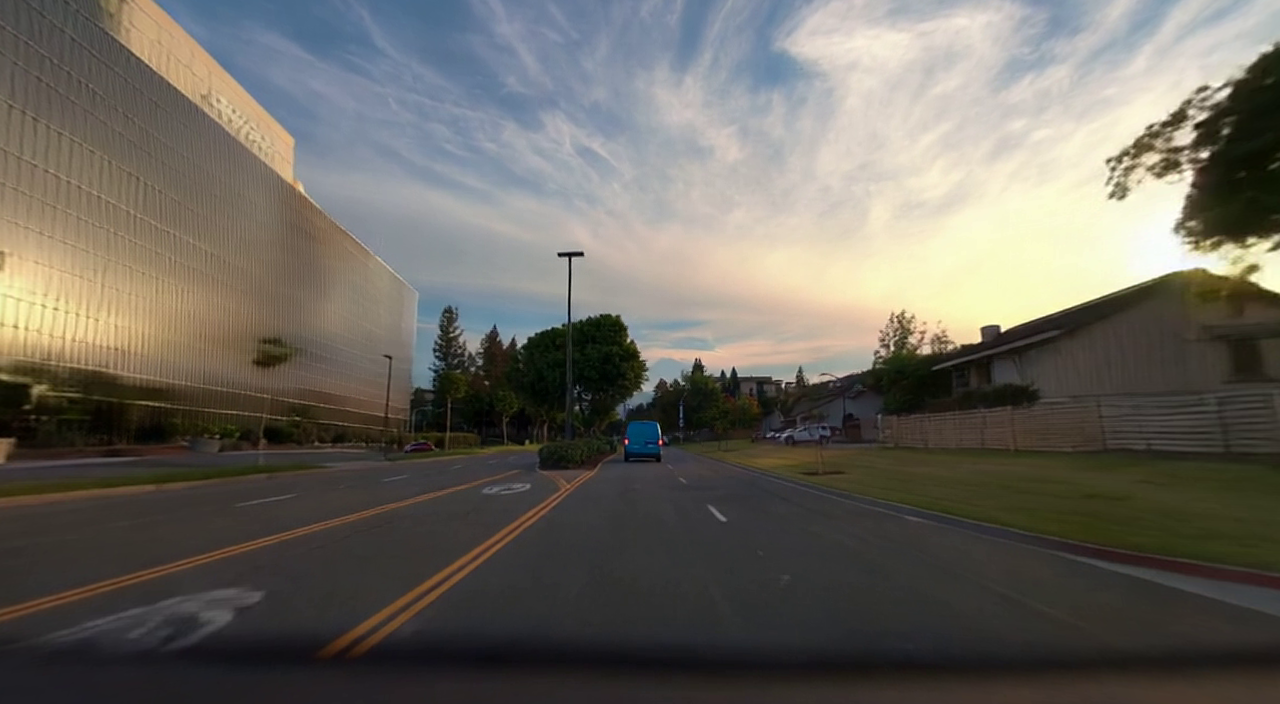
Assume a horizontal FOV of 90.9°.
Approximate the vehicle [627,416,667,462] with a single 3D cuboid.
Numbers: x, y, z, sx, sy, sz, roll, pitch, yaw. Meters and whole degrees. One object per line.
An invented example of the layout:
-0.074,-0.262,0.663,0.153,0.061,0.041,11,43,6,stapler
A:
0.411,5.735,41.720,2.435,2.816,5.232,0,-8,0,vehicle
